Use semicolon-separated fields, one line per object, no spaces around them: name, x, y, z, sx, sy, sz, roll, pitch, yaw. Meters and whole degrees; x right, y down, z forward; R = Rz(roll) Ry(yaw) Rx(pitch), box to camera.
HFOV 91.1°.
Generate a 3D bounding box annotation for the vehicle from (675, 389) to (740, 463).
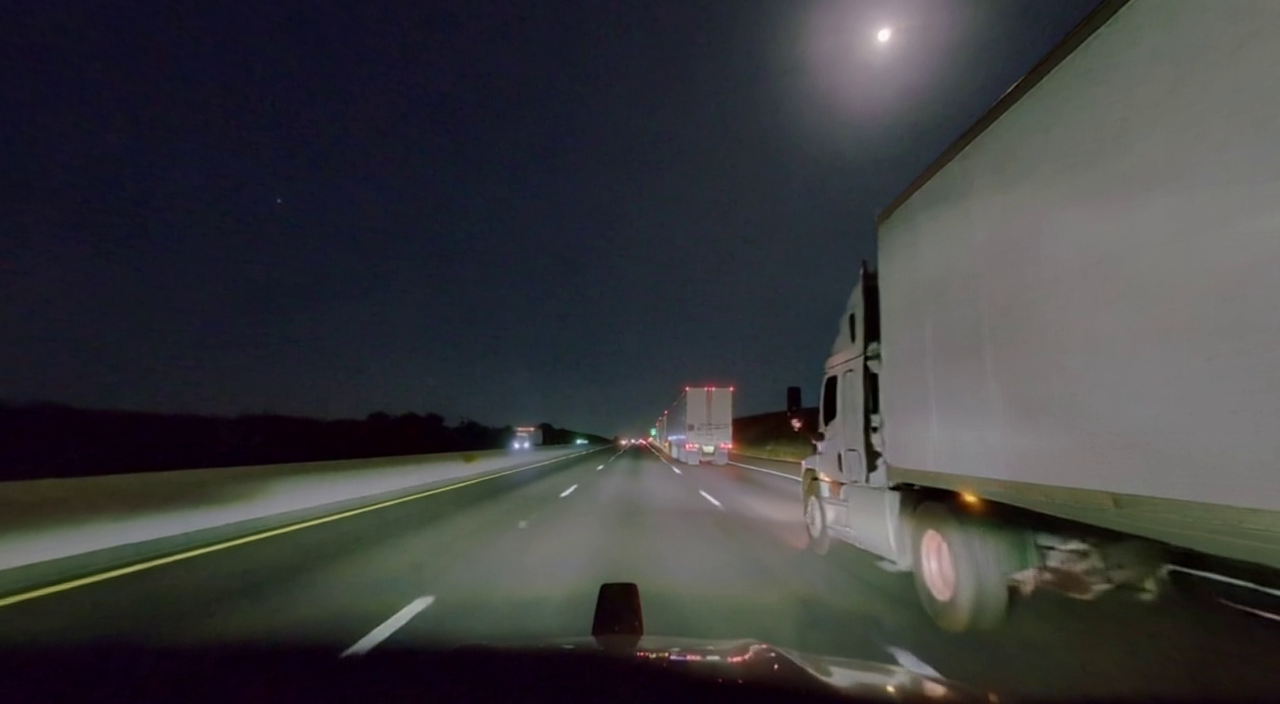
vehicle;3.843;4.562;37.897;2.840;3.947;8.920;0;-8;0
